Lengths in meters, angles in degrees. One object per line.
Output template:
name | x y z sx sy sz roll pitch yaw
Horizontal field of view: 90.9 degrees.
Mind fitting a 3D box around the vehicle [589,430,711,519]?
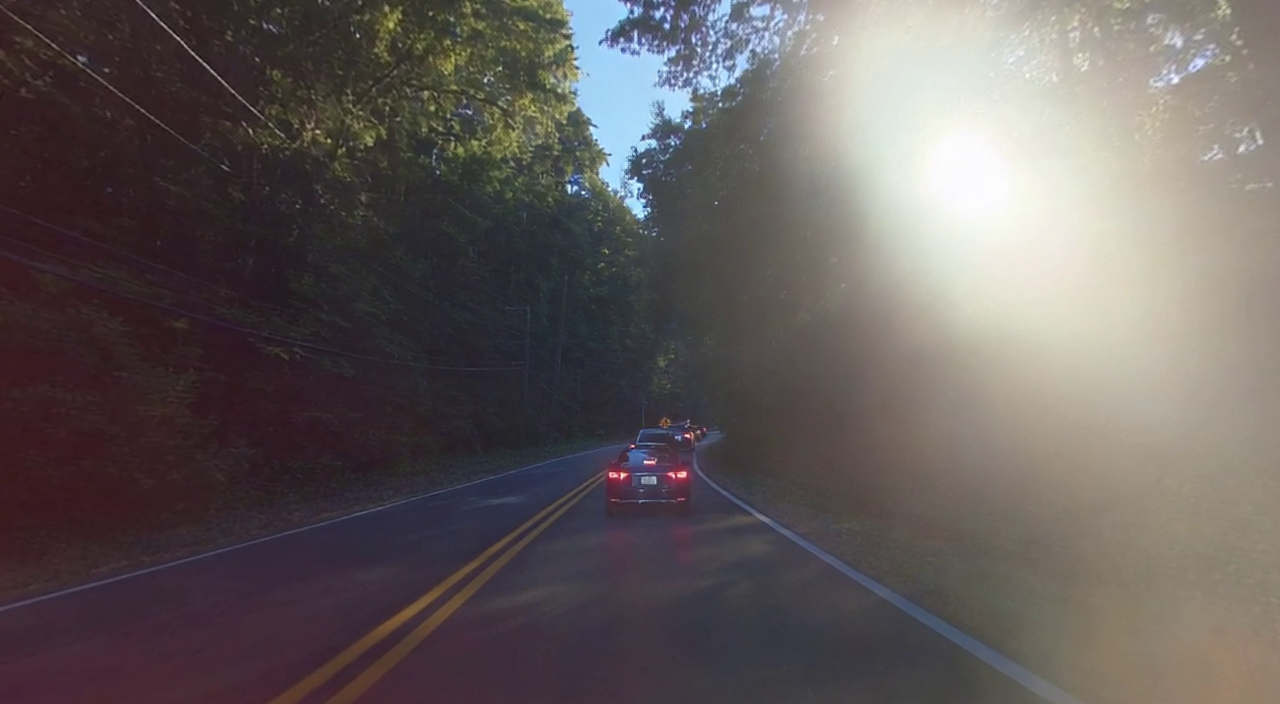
vehicle | 0.159 2.381 12.687 2.081 1.503 3.726 0 -8 0
